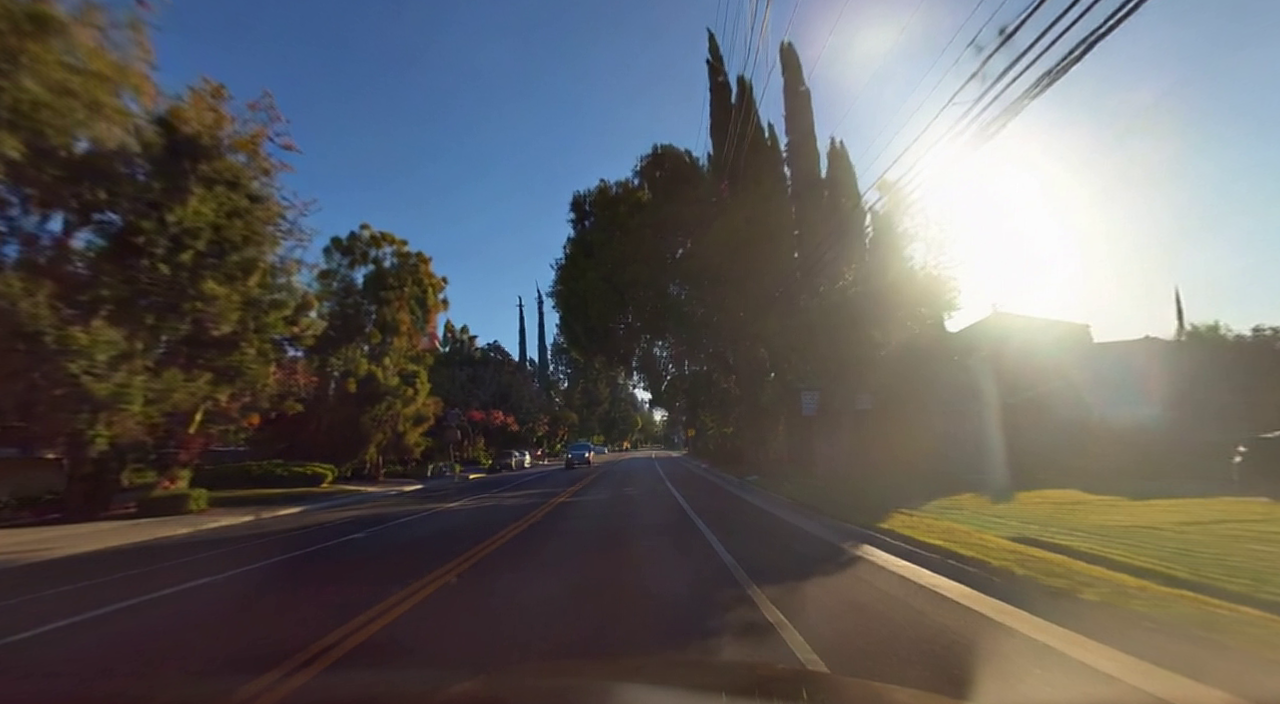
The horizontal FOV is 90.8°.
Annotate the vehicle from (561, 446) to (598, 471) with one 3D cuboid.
[{"bbox_3d":[-3.827,6.785,40.588,1.889,1.503,4.232,0,-8,1],"label":"vehicle"}]

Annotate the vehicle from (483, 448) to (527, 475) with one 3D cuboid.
[{"bbox_3d":[-9.791,7.983,46.292,2.269,1.861,4.422,0,-8,0],"label":"vehicle"}]
